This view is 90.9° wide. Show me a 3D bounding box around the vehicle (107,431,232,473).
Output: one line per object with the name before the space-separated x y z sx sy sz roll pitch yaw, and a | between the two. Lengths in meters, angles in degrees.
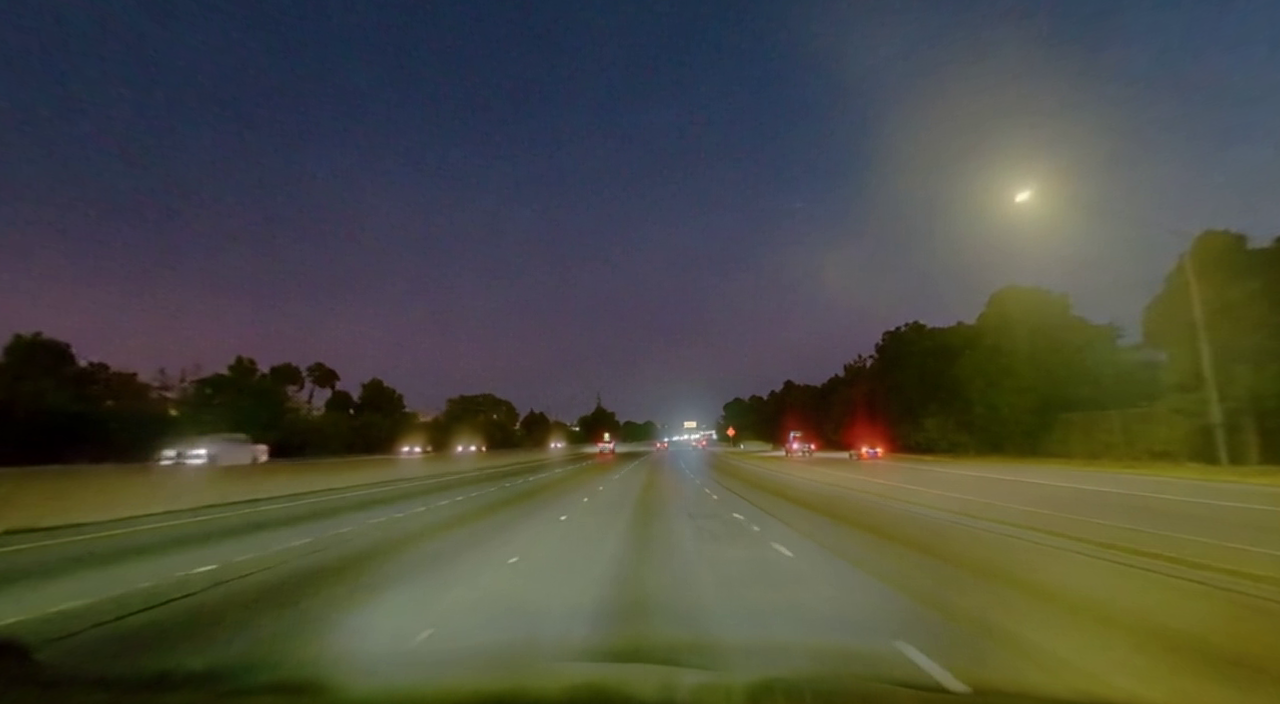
vehicle | -17.448 3.727 23.637 1.738 1.467 3.642 0 -8 2
